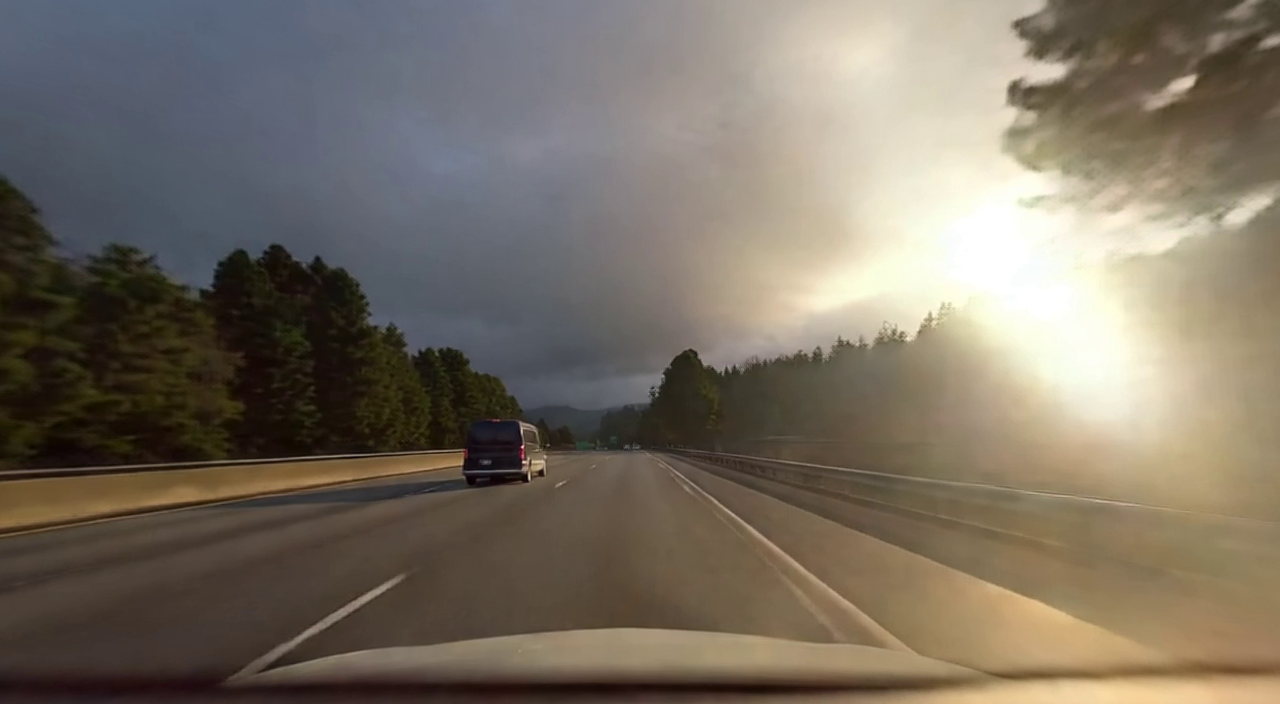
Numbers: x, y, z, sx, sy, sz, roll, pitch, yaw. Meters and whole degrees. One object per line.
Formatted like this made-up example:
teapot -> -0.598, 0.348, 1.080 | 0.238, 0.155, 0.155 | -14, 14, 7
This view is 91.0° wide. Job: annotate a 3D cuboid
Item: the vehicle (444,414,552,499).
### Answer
vehicle -> -3.782, 2.896, 17.750 | 1.976, 2.029, 4.737 | -1, -8, 0
